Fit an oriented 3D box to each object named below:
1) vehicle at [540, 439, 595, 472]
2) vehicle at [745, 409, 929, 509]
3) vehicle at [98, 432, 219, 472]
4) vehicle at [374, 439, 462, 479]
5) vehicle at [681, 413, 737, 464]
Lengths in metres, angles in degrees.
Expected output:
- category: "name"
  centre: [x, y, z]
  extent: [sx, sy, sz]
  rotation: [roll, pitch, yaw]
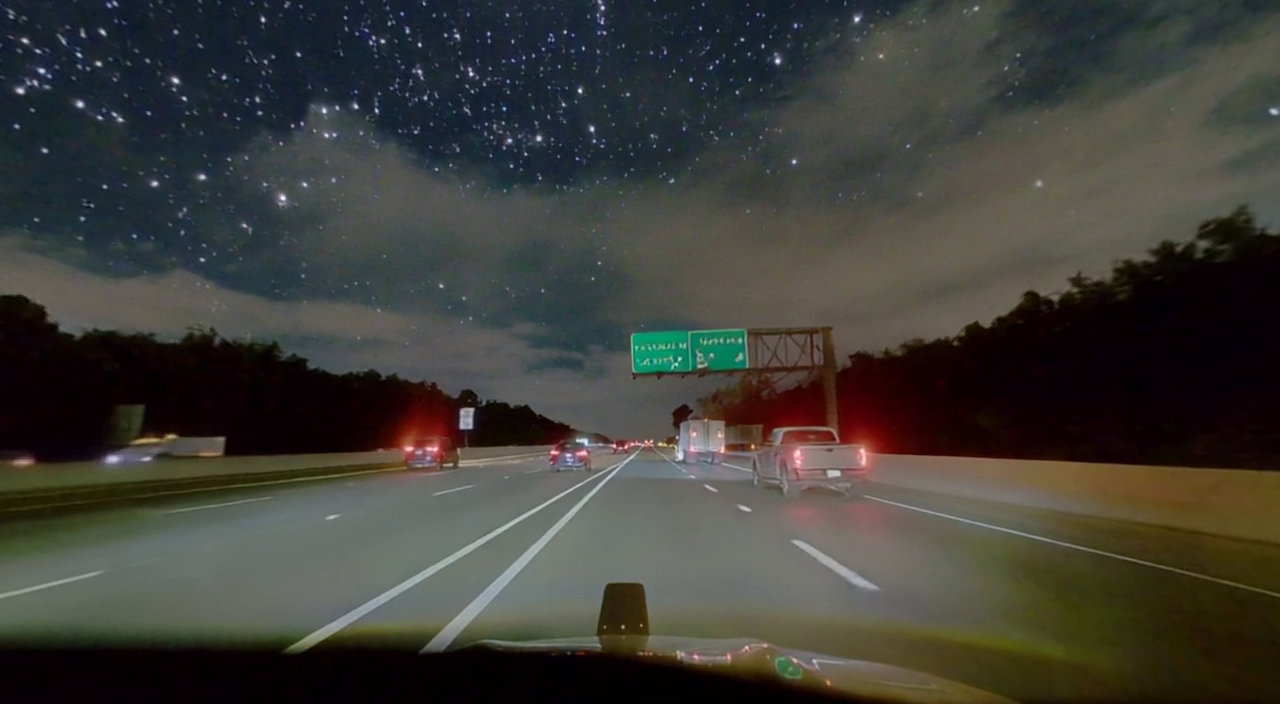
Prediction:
- category: "vehicle"
  centre: [-3.410, 4.945, 30.423]
  extent: [1.981, 1.473, 4.317]
  rotation: [0, -8, 2]
- category: "vehicle"
  centre: [4.382, 2.564, 15.594]
  extent: [2.355, 1.930, 6.633]
  rotation: [0, -8, -1]
- category: "vehicle"
  centre: [-35.823, 7.474, 47.413]
  extent: [2.699, 2.732, 7.805]
  rotation: [0, -8, 2]
- category: "vehicle"
  centre: [-8.902, 4.298, 25.748]
  extent: [1.899, 1.465, 4.589]
  rotation: [0, -8, 0]
- category: "vehicle"
  centre: [4.377, 5.721, 41.505]
  extent: [2.732, 3.052, 7.118]
  rotation: [0, -8, -1]
